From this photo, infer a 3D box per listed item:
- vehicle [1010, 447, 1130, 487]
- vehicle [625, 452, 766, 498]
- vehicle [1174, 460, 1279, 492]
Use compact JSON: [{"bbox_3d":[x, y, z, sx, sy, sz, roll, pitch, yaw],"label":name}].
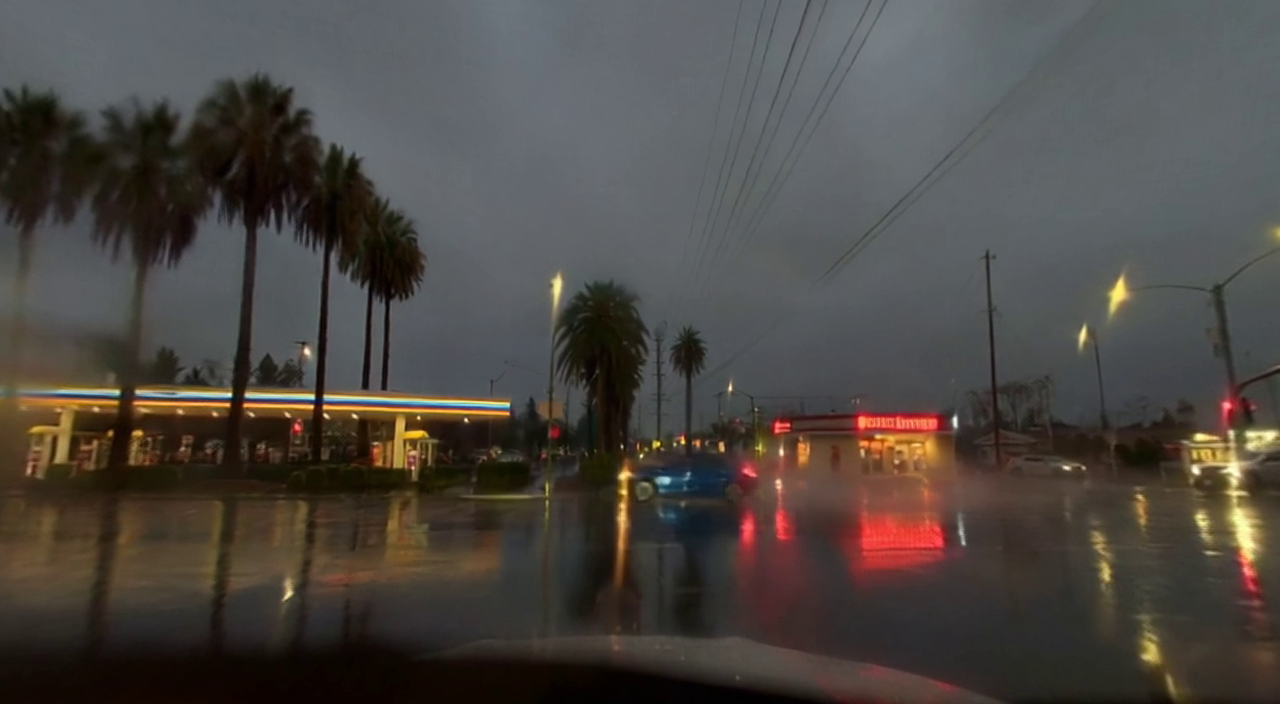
[{"bbox_3d":[22.784,6.070,33.578,4.880,1.754,2.202,0,-5,-5],"label":"vehicle"},{"bbox_3d":[1.799,4.192,21.698,4.570,1.480,1.873,1,-8,-3],"label":"vehicle"},{"bbox_3d":[32.669,6.811,34.977,2.074,1.480,4.369,1,-8,-5],"label":"vehicle"}]
